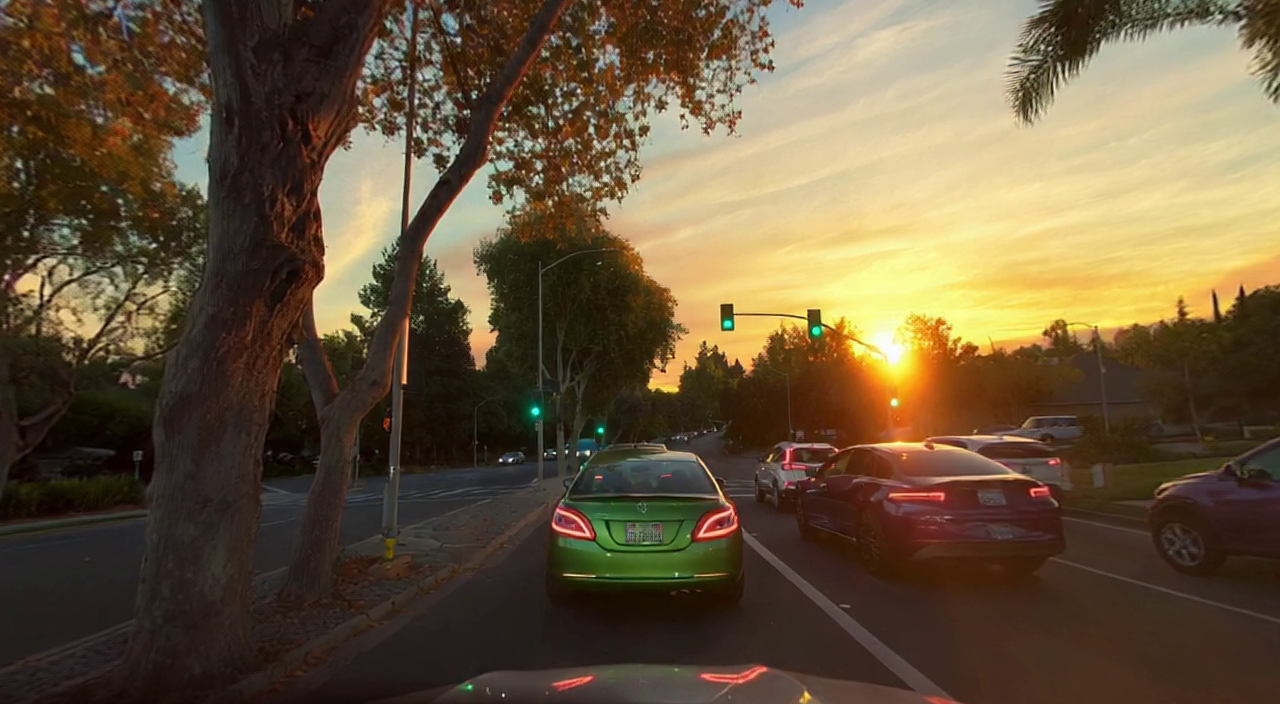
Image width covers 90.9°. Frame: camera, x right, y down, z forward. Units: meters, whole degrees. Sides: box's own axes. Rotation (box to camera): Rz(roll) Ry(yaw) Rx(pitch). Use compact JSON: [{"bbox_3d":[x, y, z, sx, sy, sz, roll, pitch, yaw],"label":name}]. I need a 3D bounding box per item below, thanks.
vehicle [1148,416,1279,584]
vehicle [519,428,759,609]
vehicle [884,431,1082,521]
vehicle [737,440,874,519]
[{"bbox_3d":[6.933,1.357,5.689,1.783,1.572,3.421,0,-9,1],"label":"vehicle"},{"bbox_3d":[0.012,1.715,7.320,2.015,1.502,3.898,0,-9,1],"label":"vehicle"},{"bbox_3d":[7.029,2.568,13.521,1.923,1.611,4.094,0,-9,0],"label":"vehicle"},{"bbox_3d":[3.547,2.817,14.436,1.934,1.494,4.446,0,-9,0],"label":"vehicle"}]
